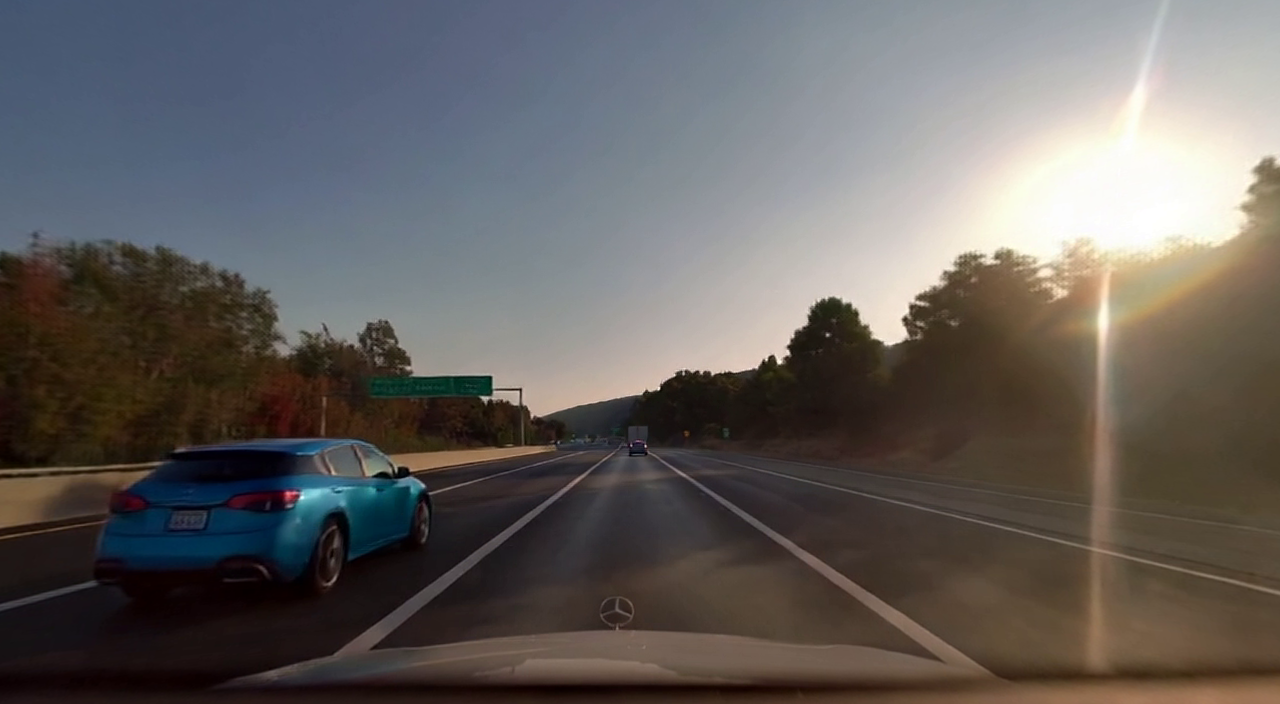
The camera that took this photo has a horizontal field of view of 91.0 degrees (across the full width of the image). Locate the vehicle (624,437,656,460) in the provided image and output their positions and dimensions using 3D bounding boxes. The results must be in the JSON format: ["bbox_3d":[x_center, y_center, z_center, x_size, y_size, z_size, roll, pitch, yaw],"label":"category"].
[{"bbox_3d":[-0.053,6.480,42.516,2.028,1.440,3.690,0,-8,-2],"label":"vehicle"}]

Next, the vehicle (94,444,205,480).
[{"bbox_3d":[-22.494,5.009,29.089,1.836,1.475,4.187,0,-8,-1],"label":"vehicle"}]
